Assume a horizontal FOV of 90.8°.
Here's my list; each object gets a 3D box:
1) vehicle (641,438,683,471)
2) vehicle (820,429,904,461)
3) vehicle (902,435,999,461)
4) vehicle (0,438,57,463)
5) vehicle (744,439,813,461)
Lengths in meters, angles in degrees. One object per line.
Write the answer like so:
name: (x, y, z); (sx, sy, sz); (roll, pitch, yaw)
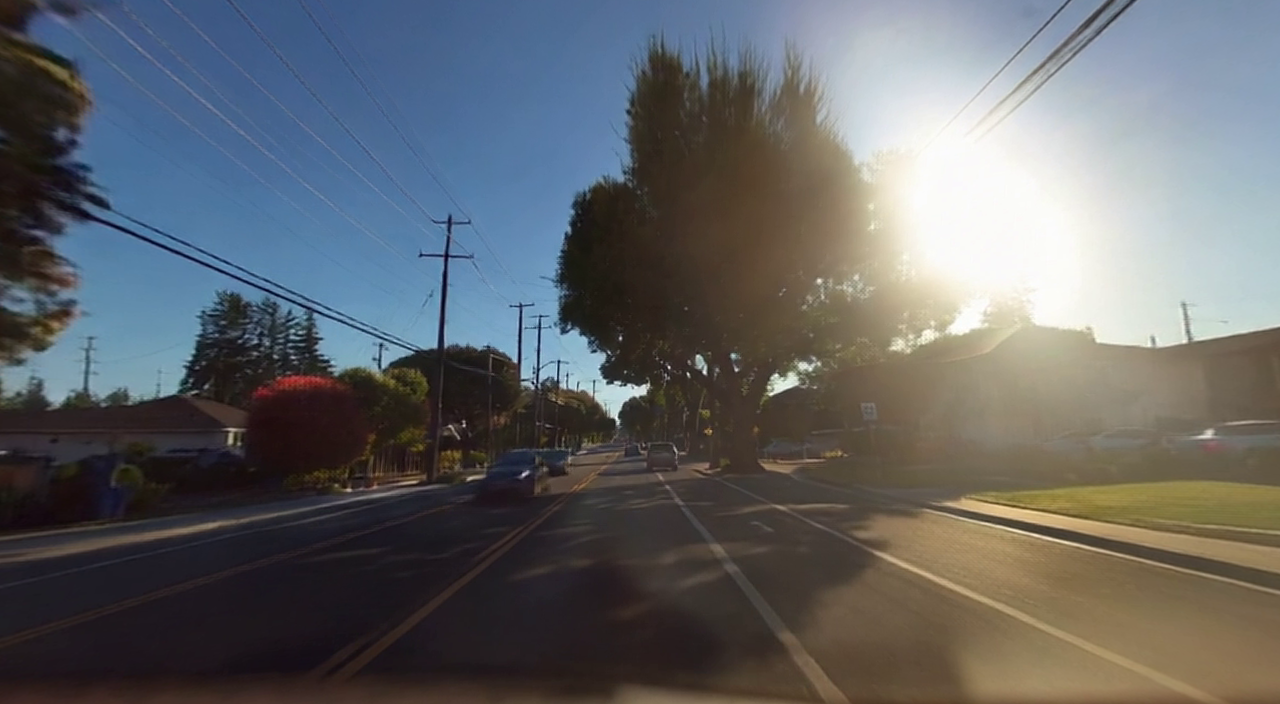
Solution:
vehicle: (1.037, 5.131, 31.769); (1.975, 1.497, 3.647); (0, -9, 0)
vehicle: (14.686, 6.183, 41.966); (4.635, 2.026, 2.258); (1, -9, -11)
vehicle: (19.260, 5.990, 39.334); (4.869, 1.477, 2.076); (-1, -9, 2)
vehicle: (-40.585, 6.339, 40.747); (4.127, 1.528, 1.708); (-1, -8, 0)
vehicle: (9.894, 7.043, 45.387); (4.511, 1.473, 1.962); (1, -8, -2)
